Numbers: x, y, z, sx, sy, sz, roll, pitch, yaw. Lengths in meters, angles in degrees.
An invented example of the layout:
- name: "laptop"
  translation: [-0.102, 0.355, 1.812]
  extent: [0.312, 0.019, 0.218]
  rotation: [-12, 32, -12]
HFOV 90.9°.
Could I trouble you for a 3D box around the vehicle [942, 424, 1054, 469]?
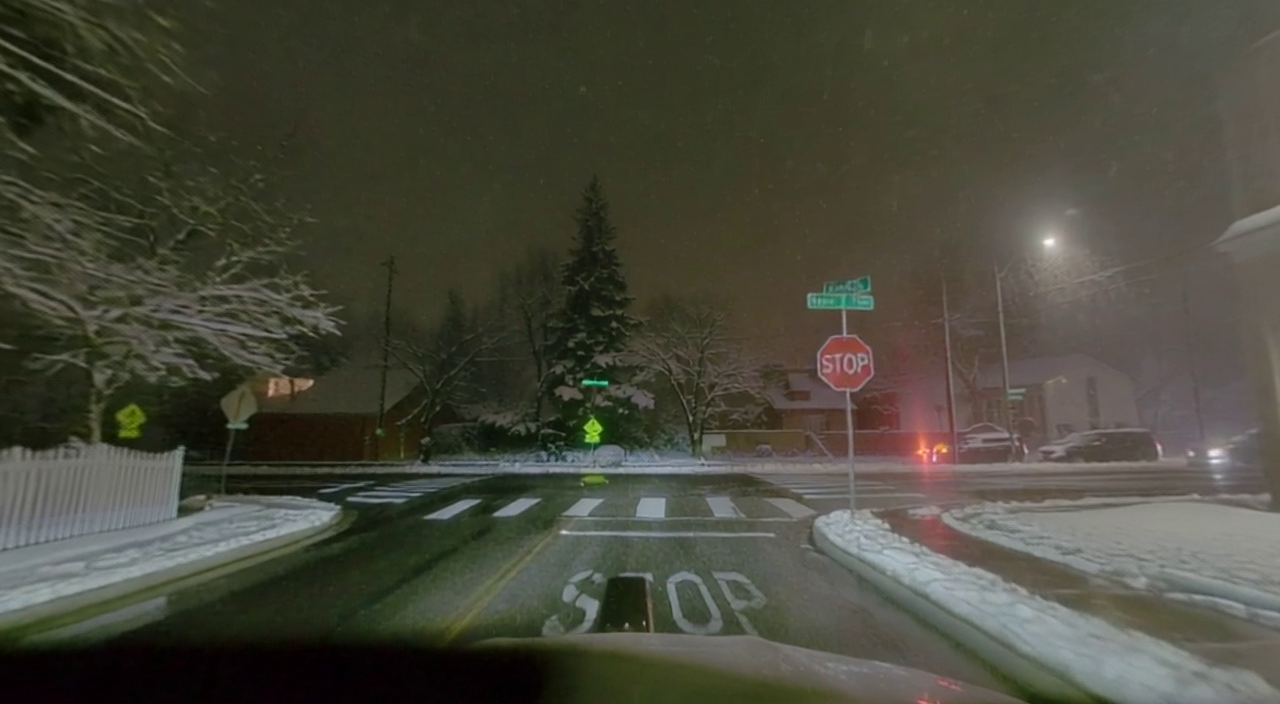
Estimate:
- name: "vehicle"
  translation: [18.883, 5.028, 33.474]
  extent: [2.395, 2.164, 4.475]
  rotation: [5, -10, -27]
